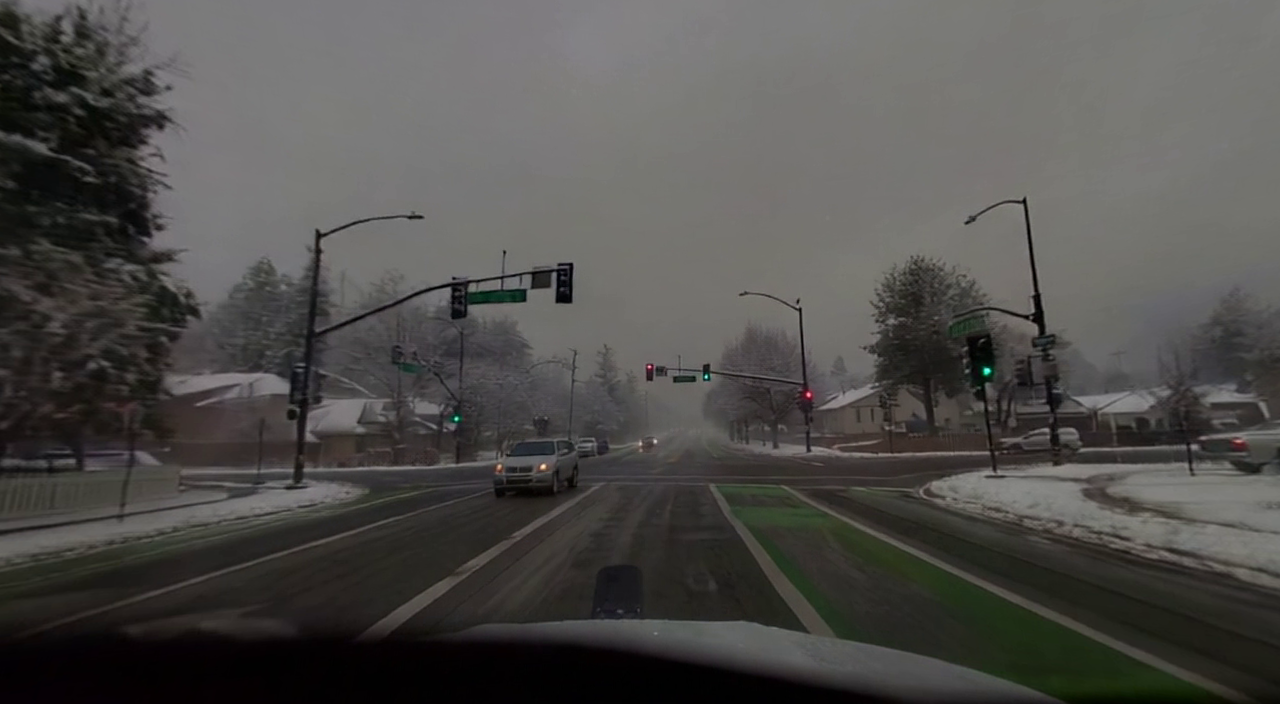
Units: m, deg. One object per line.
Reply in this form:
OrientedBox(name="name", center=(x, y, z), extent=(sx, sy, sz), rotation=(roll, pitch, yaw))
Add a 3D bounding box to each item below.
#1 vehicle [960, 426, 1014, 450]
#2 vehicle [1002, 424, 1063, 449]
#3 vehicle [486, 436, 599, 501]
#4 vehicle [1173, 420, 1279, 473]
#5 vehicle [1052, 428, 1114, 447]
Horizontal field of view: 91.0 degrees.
OrientedBox(name="vehicle", center=(26.768, 6.691, 48.702), extent=(1.964, 1.759, 4.583), rotation=(-1, -9, 7))
OrientedBox(name="vehicle", center=(29.892, 6.512, 48.097), extent=(2.033, 1.821, 4.542), rotation=(-1, -8, 5))
OrientedBox(name="vehicle", center=(-2.412, 3.057, 16.949), extent=(1.904, 1.489, 4.746), rotation=(-1, -9, 5))
OrientedBox(name="vehicle", center=(18.893, 2.770, 18.740), extent=(1.937, 1.474, 5.114), rotation=(-3, -8, 6))
OrientedBox(name="vehicle", center=(33.726, 6.557, 48.026), extent=(1.837, 1.396, 4.695), rotation=(-1, -9, 8))
